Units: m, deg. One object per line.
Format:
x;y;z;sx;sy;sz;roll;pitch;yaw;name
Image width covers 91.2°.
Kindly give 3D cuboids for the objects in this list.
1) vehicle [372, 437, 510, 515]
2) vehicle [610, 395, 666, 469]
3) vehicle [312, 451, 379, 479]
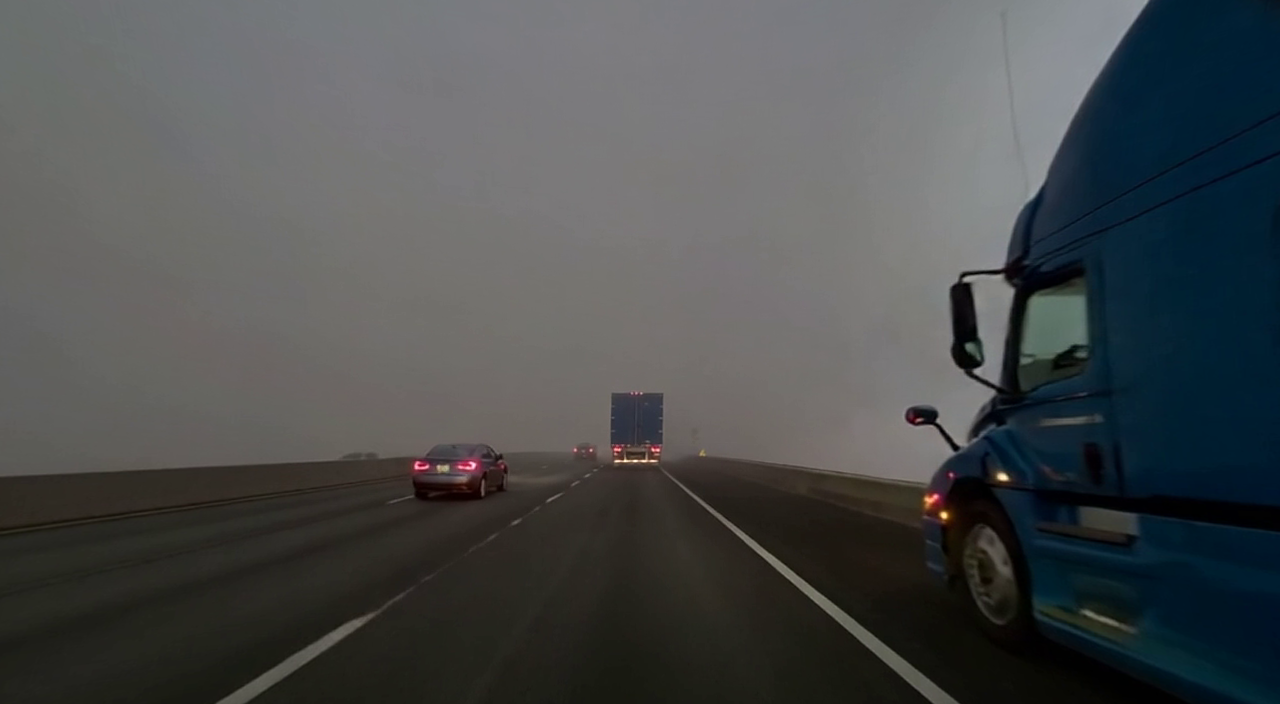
-4.330;2.746;14.317;1.895;1.500;3.808;0;-9;0;vehicle
-0.166;5.301;40.384;3.123;4.094;10.812;0;-9;-1;vehicle
-17.286;6.645;37.069;1.864;1.503;4.270;0;-9;0;vehicle
